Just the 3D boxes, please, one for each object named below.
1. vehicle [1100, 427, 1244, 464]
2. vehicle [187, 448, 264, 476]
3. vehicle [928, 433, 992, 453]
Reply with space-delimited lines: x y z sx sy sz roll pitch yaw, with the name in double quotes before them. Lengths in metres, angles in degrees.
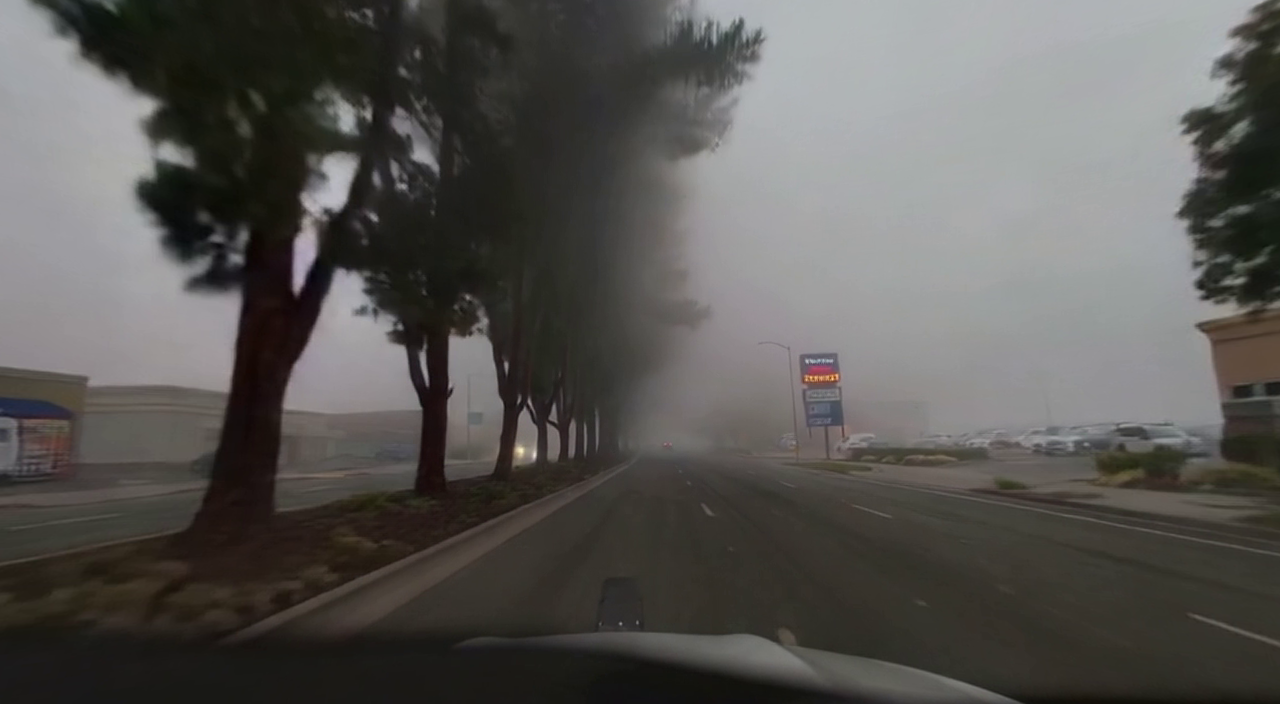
"vehicle" 21.460 3.792 25.620 4.095 1.386 1.784 0 -8 3
"vehicle" -24.469 6.434 37.257 4.605 1.509 1.845 -5 -10 31
"vehicle" 22.731 6.477 44.998 3.547 1.360 1.951 0 -8 3
